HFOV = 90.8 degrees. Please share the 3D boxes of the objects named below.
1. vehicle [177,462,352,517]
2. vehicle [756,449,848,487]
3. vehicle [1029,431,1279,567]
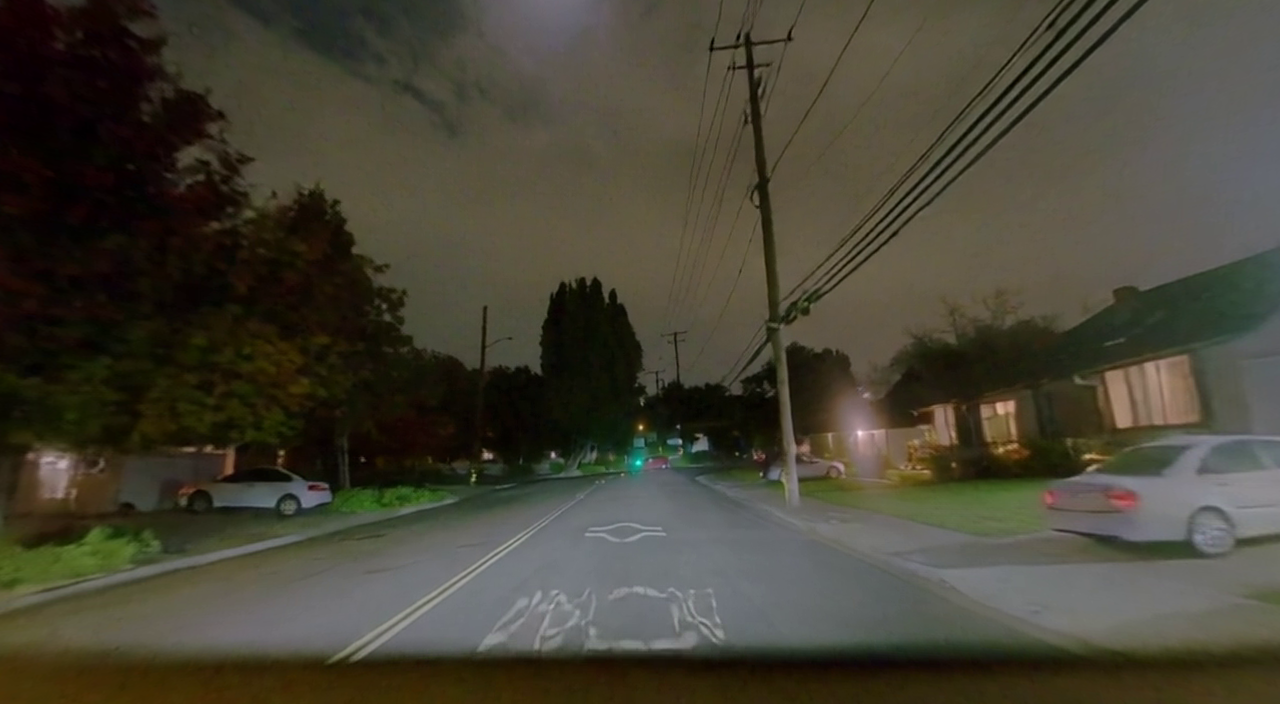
[{"bbox_3d":[-11.738,4.295,19.968,4.243,1.598,2.003,0,-9,3],"label":"vehicle"},{"bbox_3d":[7.706,5.522,30.334,3.846,1.725,1.920,1,-9,-4],"label":"vehicle"},{"bbox_3d":[8.774,1.953,8.792,5.379,1.611,2.040,0,-9,-2],"label":"vehicle"}]
